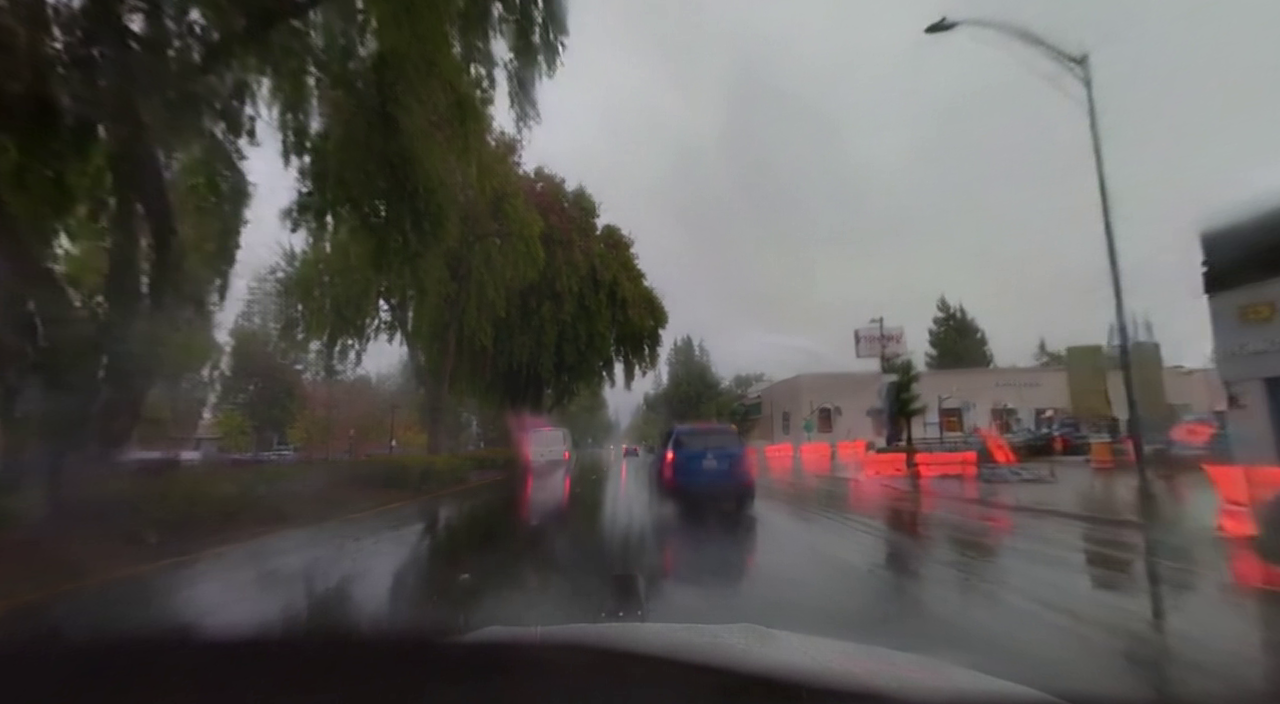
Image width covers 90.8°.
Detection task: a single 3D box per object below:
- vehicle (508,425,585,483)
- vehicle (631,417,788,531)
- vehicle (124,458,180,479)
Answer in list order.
[{"bbox_3d":[-3.613,4.106,25.651,2.357,2.063,5.488,0,-8,-1],"label":"vehicle"},{"bbox_3d":[1.042,2.180,11.879,2.168,1.725,4.192,0,-8,-4],"label":"vehicle"},{"bbox_3d":[-38.455,9.147,49.875,1.821,1.463,4.434,2,-9,-15],"label":"vehicle"}]
